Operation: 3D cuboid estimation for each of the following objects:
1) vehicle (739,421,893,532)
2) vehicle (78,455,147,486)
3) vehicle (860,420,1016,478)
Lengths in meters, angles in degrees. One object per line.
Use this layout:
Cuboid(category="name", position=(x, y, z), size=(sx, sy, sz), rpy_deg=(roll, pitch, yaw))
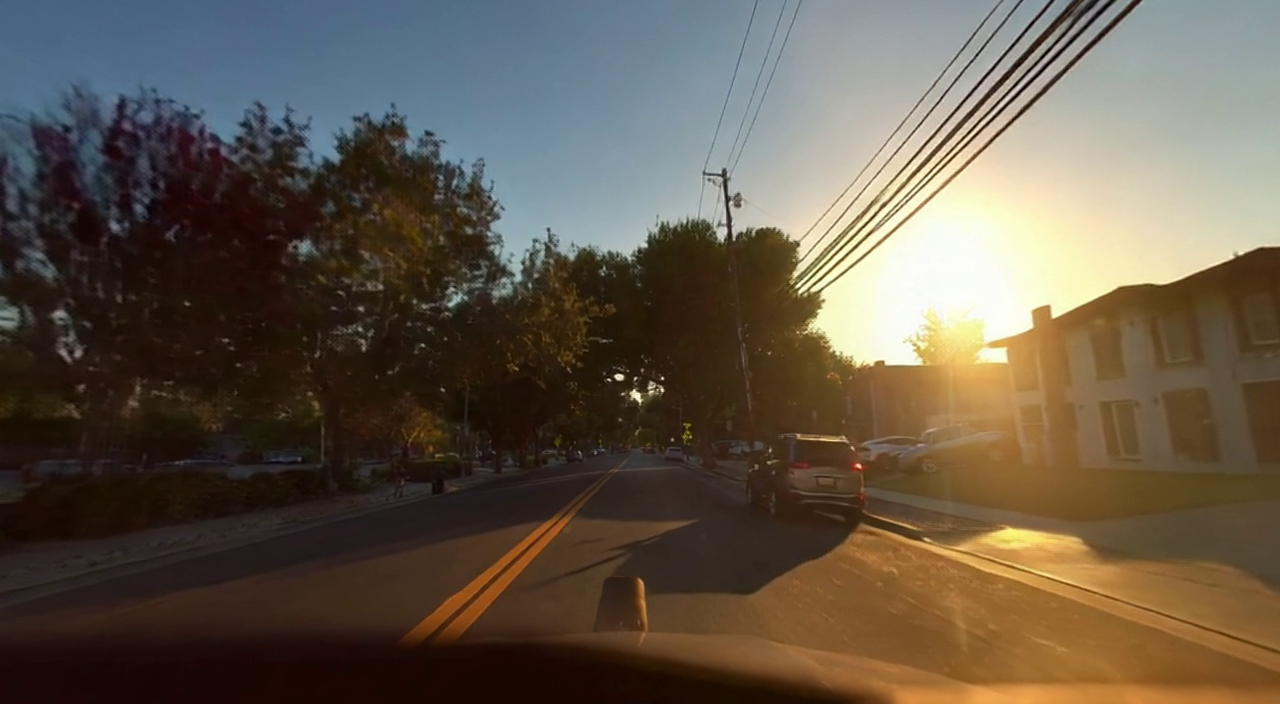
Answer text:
Cuboid(category="vehicle", position=(3.426, 2.497, 13.171), size=(1.949, 1.807, 4.224), rpy_deg=(3, -9, -1))
Cuboid(category="vehicle", position=(-29.058, 6.459, 34.738), size=(4.558, 1.495, 1.925), rpy_deg=(-7, -11, 38))
Cuboid(category="vehicle", position=(10.520, 3.452, 22.553), size=(4.512, 1.793, 1.908), rpy_deg=(-2, -8, -2))
